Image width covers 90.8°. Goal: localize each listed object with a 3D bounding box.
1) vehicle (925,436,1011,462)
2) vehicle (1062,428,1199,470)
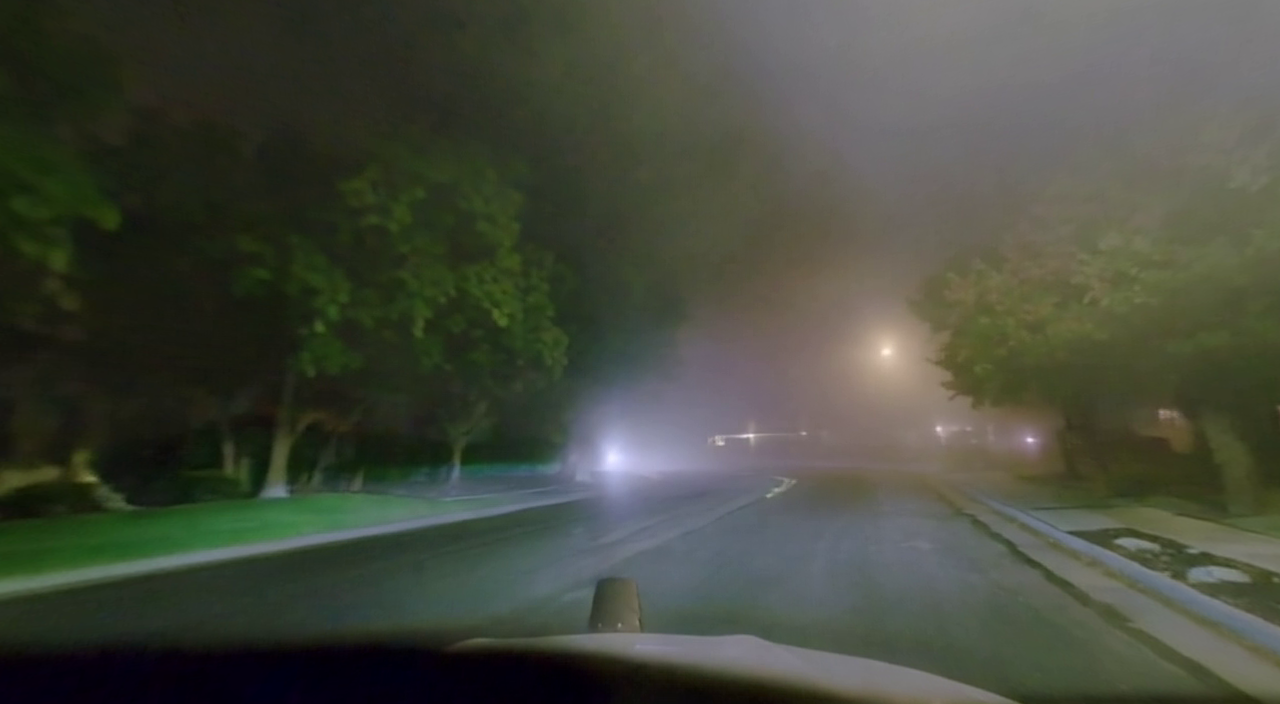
[{"bbox_3d":[22.640,6.689,43.678,4.799,1.451,2.144,-1,-8,-11],"label":"vehicle"},{"bbox_3d":[22.045,4.416,28.606,4.327,1.573,1.967,-7,-11,19],"label":"vehicle"}]
